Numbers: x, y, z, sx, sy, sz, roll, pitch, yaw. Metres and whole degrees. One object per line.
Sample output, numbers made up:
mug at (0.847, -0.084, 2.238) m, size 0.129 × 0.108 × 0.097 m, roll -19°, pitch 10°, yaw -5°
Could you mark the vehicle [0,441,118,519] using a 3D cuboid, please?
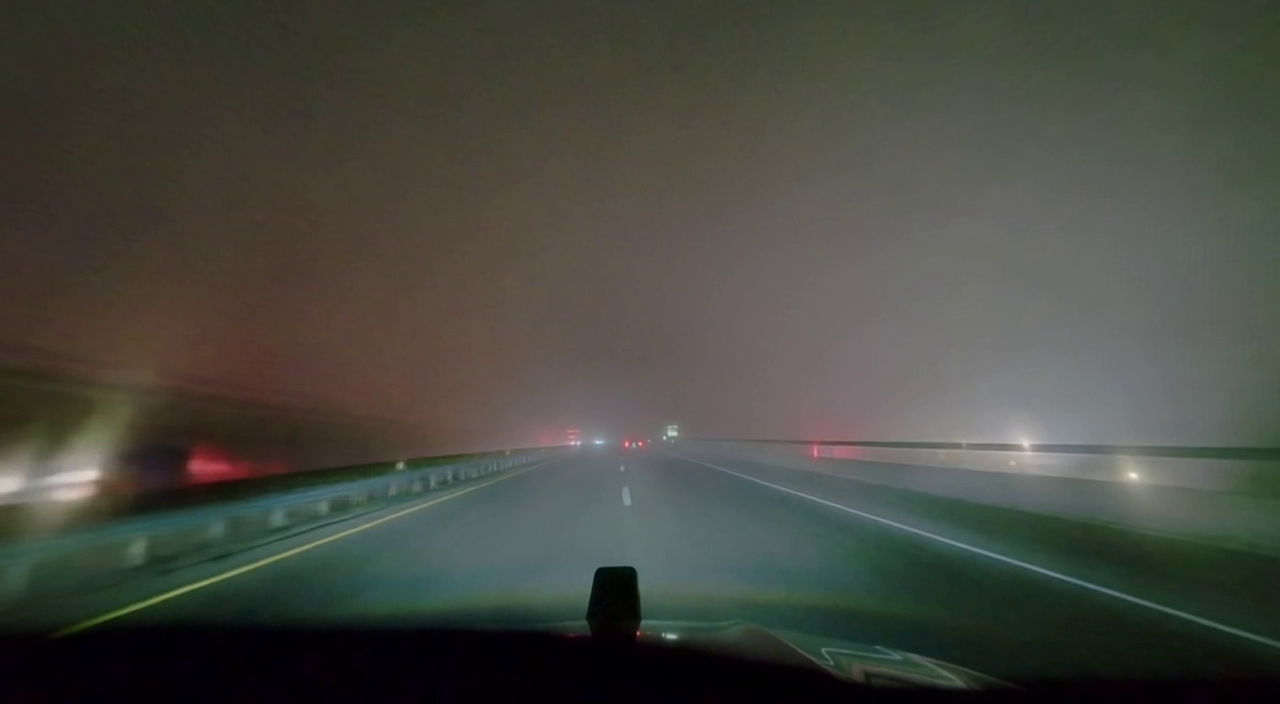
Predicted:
vehicle at (-14.400, 2.793, 13.885) m, size 2.023 × 1.584 × 4.514 m, roll 0°, pitch -8°, yaw -2°
